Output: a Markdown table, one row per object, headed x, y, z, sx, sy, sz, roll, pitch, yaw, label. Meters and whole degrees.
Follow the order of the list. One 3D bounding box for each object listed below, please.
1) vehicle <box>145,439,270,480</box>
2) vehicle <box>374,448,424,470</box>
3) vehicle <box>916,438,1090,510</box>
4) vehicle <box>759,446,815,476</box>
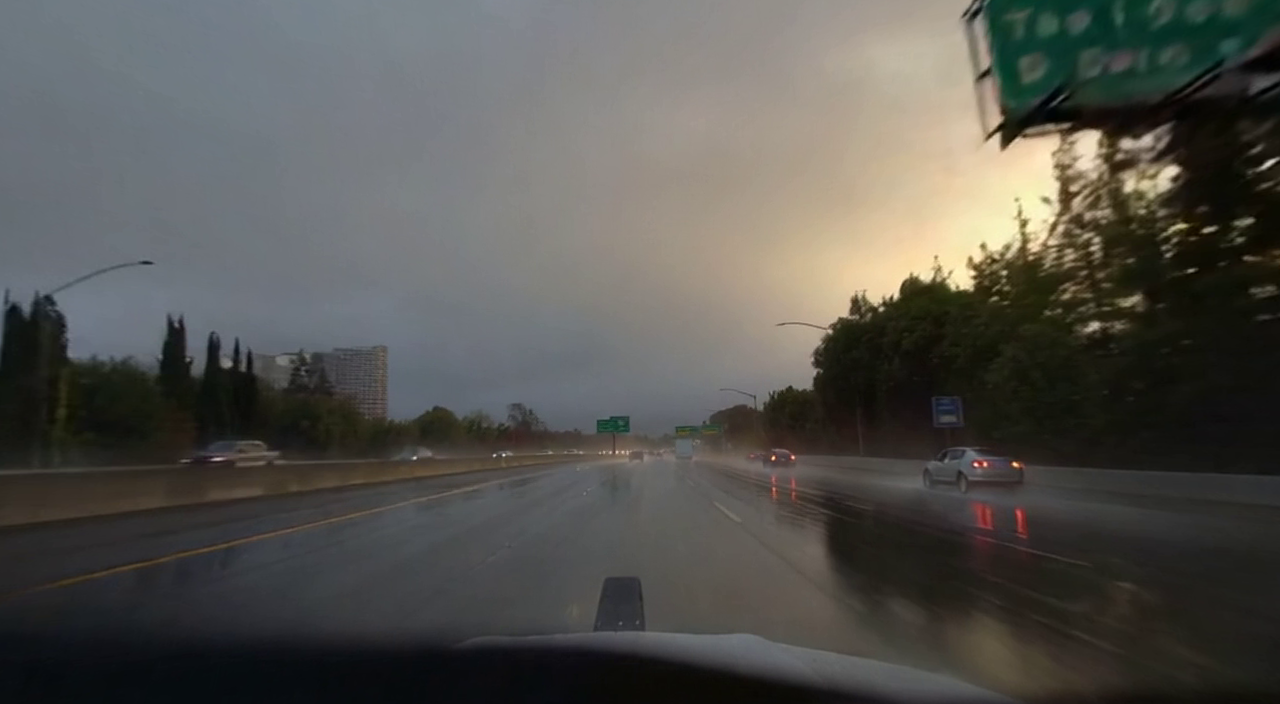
| x | y | z | sx | sy | sz | roll | pitch | yaw | label |
| --- | --- | --- | --- | --- | --- | --- | --- | --- | --- |
| -22.138 | 5.524 | 32.730 | 2.170 | 1.907 | 5.847 | 0 | -9 | 2 | vehicle |
| -18.206 | 8.077 | 47.934 | 1.883 | 1.612 | 4.388 | 0 | -9 | 3 | vehicle |
| 9.444 | 3.180 | 16.997 | 2.090 | 1.643 | 4.513 | 0 | -9 | 2 | vehicle |
| 7.803 | 5.820 | 34.023 | 1.861 | 1.500 | 4.860 | 0 | -9 | 0 | vehicle |
